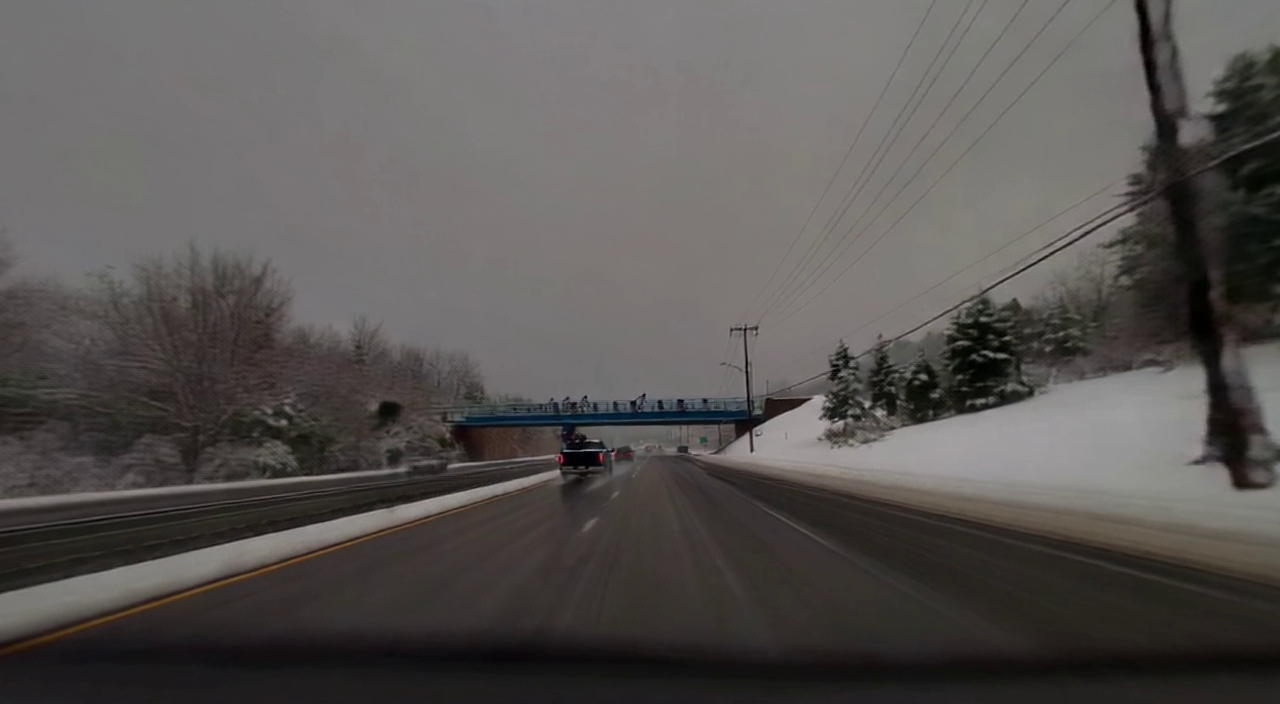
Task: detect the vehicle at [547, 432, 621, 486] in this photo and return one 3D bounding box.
[{"bbox_3d":[-2.108,4.293,25.523,2.369,1.948,5.343,0,-9,2],"label":"vehicle"}]
